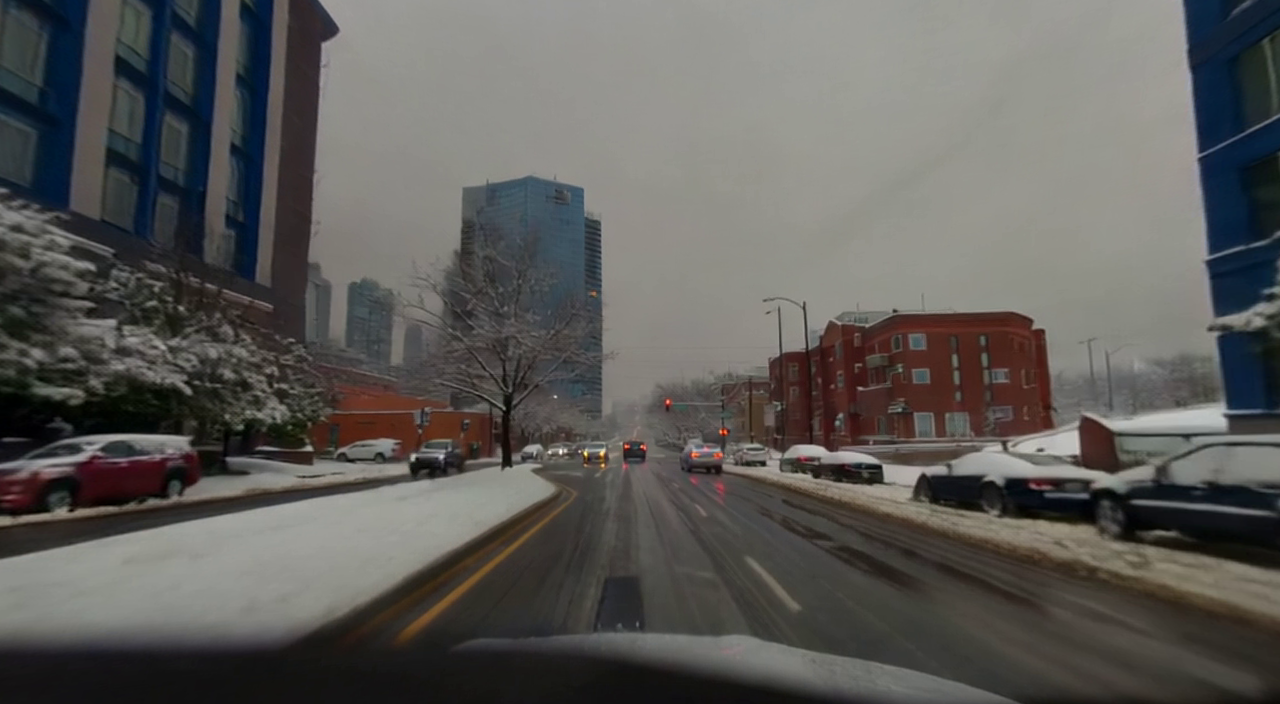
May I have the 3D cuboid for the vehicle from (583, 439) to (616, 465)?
[{"bbox_3d":[-3.005,7.380,46.587,2.297,1.812,4.244,0,-8,-4],"label":"vehicle"}]

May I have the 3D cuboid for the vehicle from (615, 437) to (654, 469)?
[{"bbox_3d":[-0.336,6.277,39.551,2.329,1.842,4.537,0,-8,0],"label":"vehicle"}]

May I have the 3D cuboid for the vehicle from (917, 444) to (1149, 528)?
[{"bbox_3d":[8.201,2.783,13.874,2.072,1.479,4.603,0,-8,-1],"label":"vehicle"}]

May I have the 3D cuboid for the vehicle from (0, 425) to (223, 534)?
[{"bbox_3d":[-14.412,3.151,16.296,2.822,2.230,6.145,0,-9,3],"label":"vehicle"}]

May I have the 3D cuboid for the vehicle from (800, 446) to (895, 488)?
[{"bbox_3d":[8.111,4.520,25.220,2.054,1.455,4.786,0,-8,-1],"label":"vehicle"}]

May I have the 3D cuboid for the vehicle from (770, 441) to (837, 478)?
[{"bbox_3d":[7.983,5.252,31.350,1.963,1.649,4.562,1,-8,-2],"label":"vehicle"}]

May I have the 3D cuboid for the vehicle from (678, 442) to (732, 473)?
[{"bbox_3d":[3.270,5.451,32.969,2.238,1.499,4.964,0,-8,-1],"label":"vehicle"}]

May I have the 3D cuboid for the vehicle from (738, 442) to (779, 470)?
[{"bbox_3d":[8.008,7.040,43.069,1.959,1.719,4.538,1,-7,0],"label":"vehicle"}]

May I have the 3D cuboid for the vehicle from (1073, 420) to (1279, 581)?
[{"bbox_3d":[8.188,1.749,7.715,2.310,1.753,4.814,0,-9,-1],"label":"vehicle"}]

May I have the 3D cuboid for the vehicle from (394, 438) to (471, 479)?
[{"bbox_3d":[-9.956,5.135,30.761,2.212,1.784,4.626,0,-8,0],"label":"vehicle"}]
